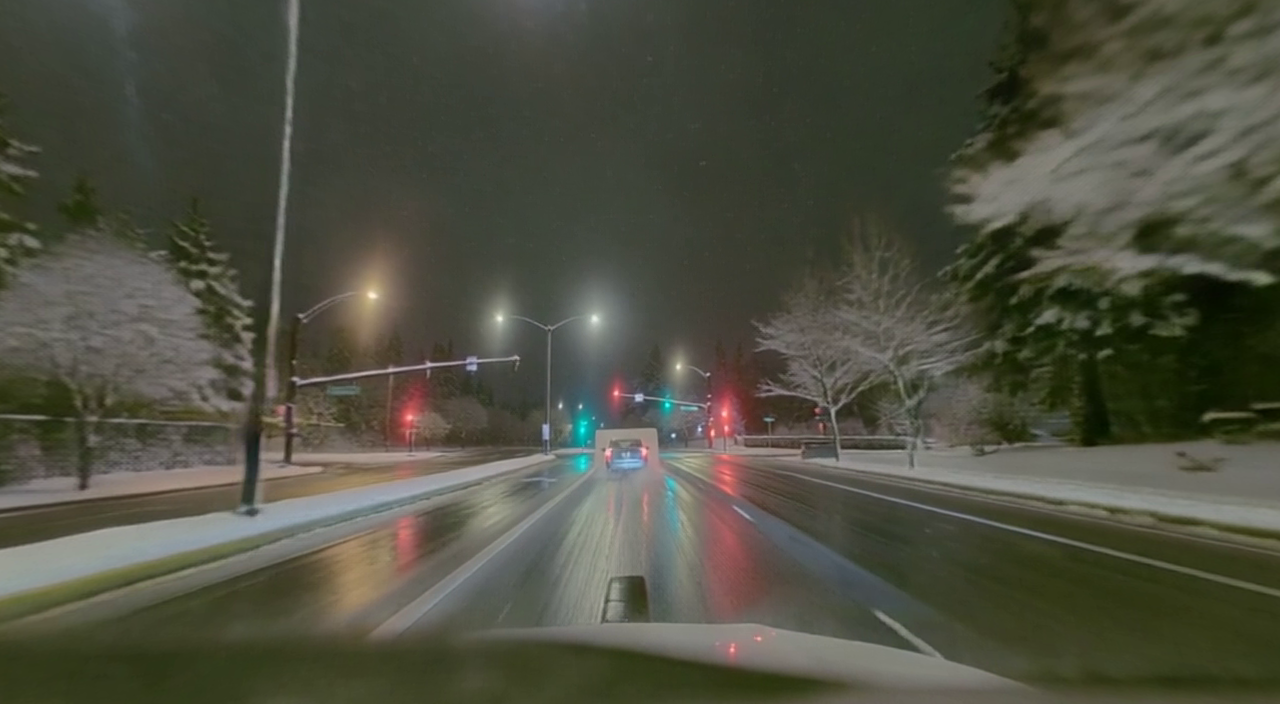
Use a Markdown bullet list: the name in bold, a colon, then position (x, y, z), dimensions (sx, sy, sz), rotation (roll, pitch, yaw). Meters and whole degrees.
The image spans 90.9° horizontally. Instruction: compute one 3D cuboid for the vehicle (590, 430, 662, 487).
- **vehicle**: position (-0.471, 3.555, 21.329), dimensions (2.192, 1.734, 4.176), rotation (0, -8, -1)
